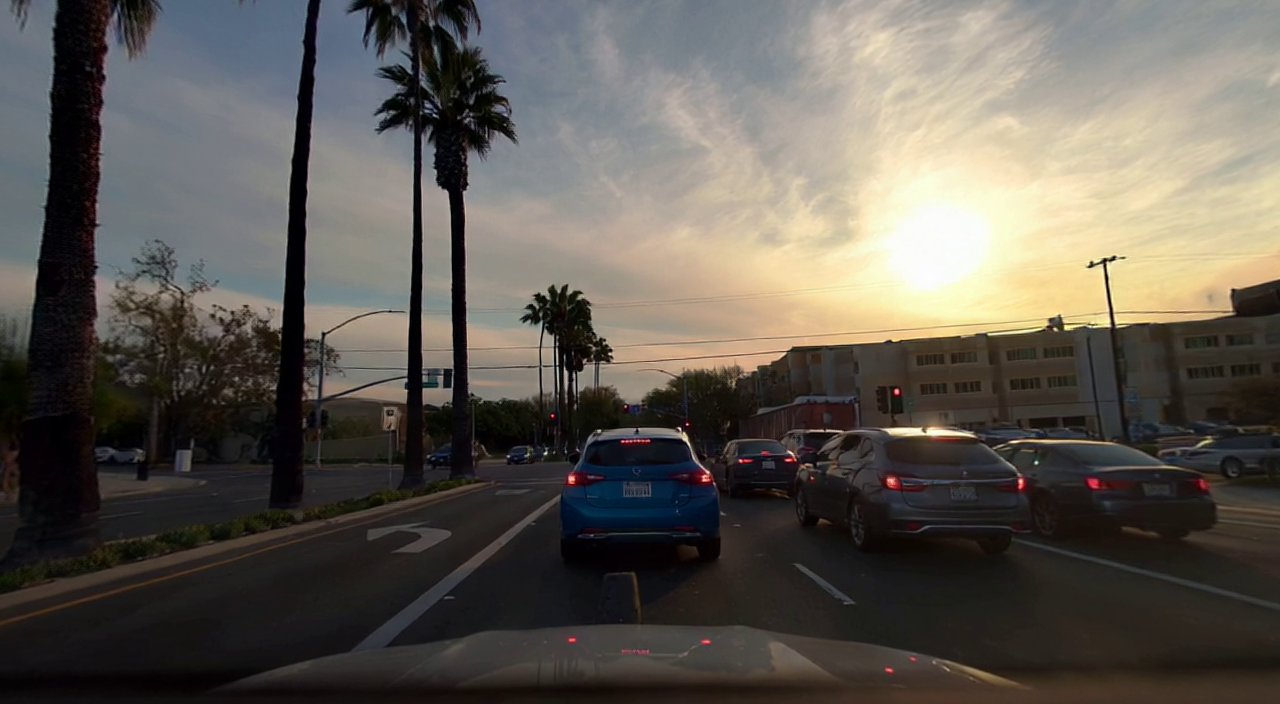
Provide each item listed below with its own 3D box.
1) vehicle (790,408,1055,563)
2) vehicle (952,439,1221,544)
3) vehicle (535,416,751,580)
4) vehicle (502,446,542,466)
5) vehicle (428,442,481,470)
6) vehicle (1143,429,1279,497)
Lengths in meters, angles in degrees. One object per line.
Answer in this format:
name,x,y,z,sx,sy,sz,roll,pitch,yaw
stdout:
vehicle,3.671,1.820,9.242,1.947,1.725,4.159,0,-9,0
vehicle,7.354,2.292,11.037,1.832,1.477,3.981,0,-9,1
vehicle,0.026,1.719,8.190,2.083,1.572,4.021,0,-9,0
vehicle,-9.170,8.121,49.394,2.168,1.462,4.505,0,-9,1
vehicle,-12.435,7.016,42.626,2.180,1.776,4.521,0,-9,0
vehicle,18.048,3.209,18.470,4.786,1.848,2.107,0,-9,-1
